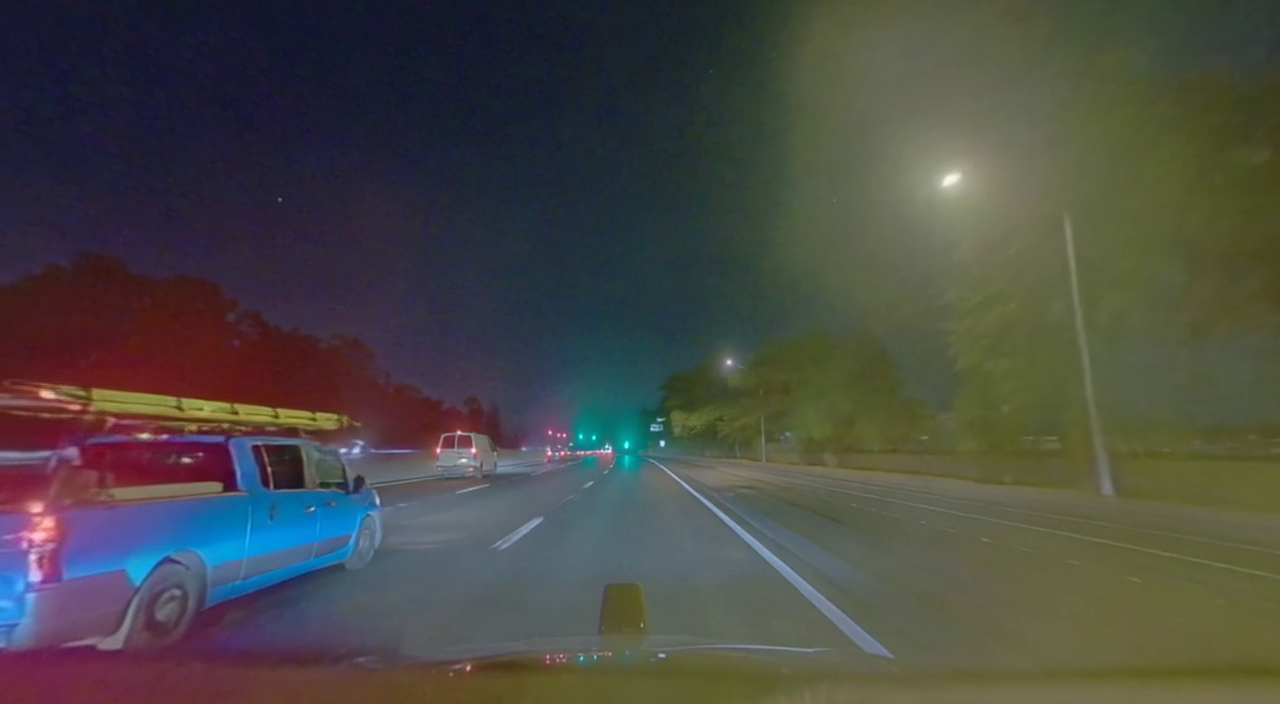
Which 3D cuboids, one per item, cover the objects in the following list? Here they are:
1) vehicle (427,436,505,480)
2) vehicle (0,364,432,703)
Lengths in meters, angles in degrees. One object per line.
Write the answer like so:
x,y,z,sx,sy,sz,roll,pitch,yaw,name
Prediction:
-7.541,4.650,27.849,2.093,1.752,4.771,0,-9,0,vehicle
-3.563,1.255,5.162,2.040,1.679,4.865,0,-9,0,vehicle
